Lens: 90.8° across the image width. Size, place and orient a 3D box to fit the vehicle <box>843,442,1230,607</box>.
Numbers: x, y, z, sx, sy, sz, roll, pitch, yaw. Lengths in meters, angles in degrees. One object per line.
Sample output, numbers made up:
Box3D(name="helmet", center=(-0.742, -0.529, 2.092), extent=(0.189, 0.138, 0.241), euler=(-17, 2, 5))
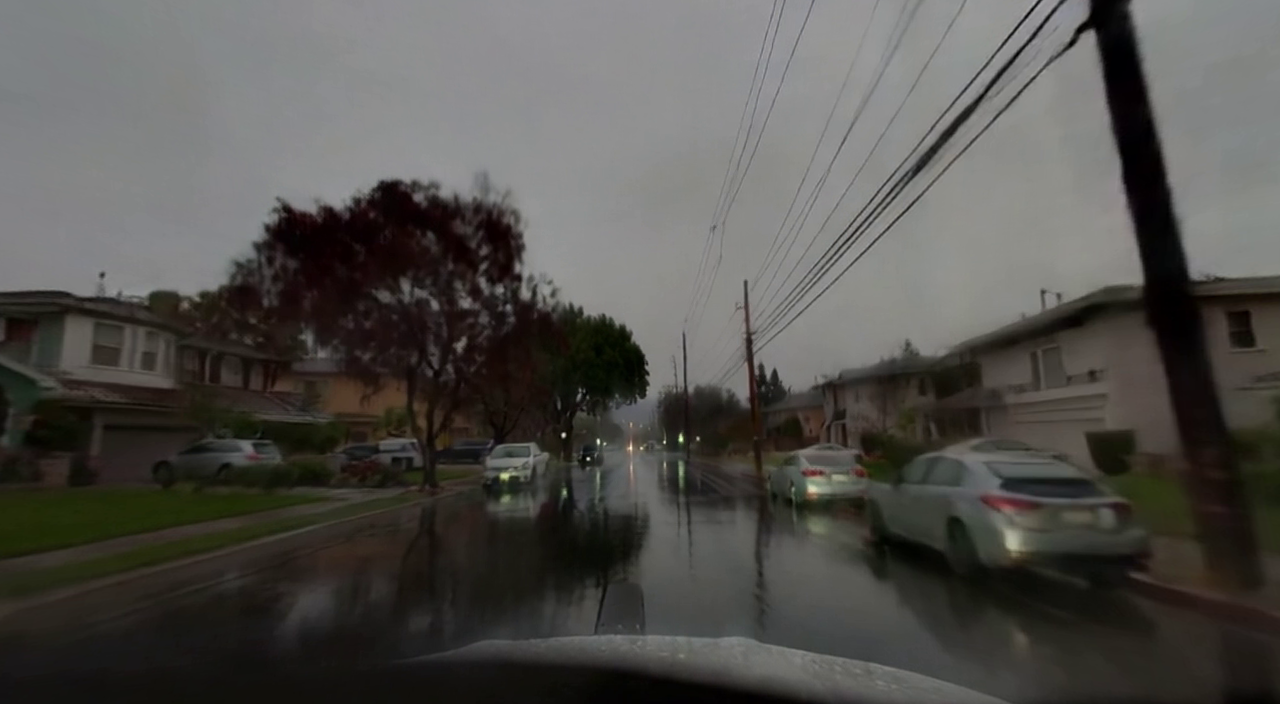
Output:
Box3D(name="vehicle", center=(4.331, 1.905, 7.987), extent=(2.031, 1.471, 4.328), euler=(0, -9, -1))

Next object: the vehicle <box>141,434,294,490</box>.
Box3D(name="vehicle", center=(-14.109, 3.634, 21.081), extent=(4.702, 1.675, 1.984), euler=(-4, -10, 25))

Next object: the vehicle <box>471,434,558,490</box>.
Box3D(name="vehicle", center=(-4.471, 3.981, 23.414), extent=(2.164, 1.810, 5.044), euler=(1, -8, 0))

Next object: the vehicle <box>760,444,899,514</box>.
Box3D(name="vehicle", center=(4.541, 3.107, 16.066), extent=(2.094, 1.490, 4.739), euler=(0, -9, 0))

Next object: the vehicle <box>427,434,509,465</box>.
Box3D(name="vehicle", center=(-11.802, 6.741, 43.639), extent=(4.962, 1.866, 2.075), euler=(2, -9, -2))
